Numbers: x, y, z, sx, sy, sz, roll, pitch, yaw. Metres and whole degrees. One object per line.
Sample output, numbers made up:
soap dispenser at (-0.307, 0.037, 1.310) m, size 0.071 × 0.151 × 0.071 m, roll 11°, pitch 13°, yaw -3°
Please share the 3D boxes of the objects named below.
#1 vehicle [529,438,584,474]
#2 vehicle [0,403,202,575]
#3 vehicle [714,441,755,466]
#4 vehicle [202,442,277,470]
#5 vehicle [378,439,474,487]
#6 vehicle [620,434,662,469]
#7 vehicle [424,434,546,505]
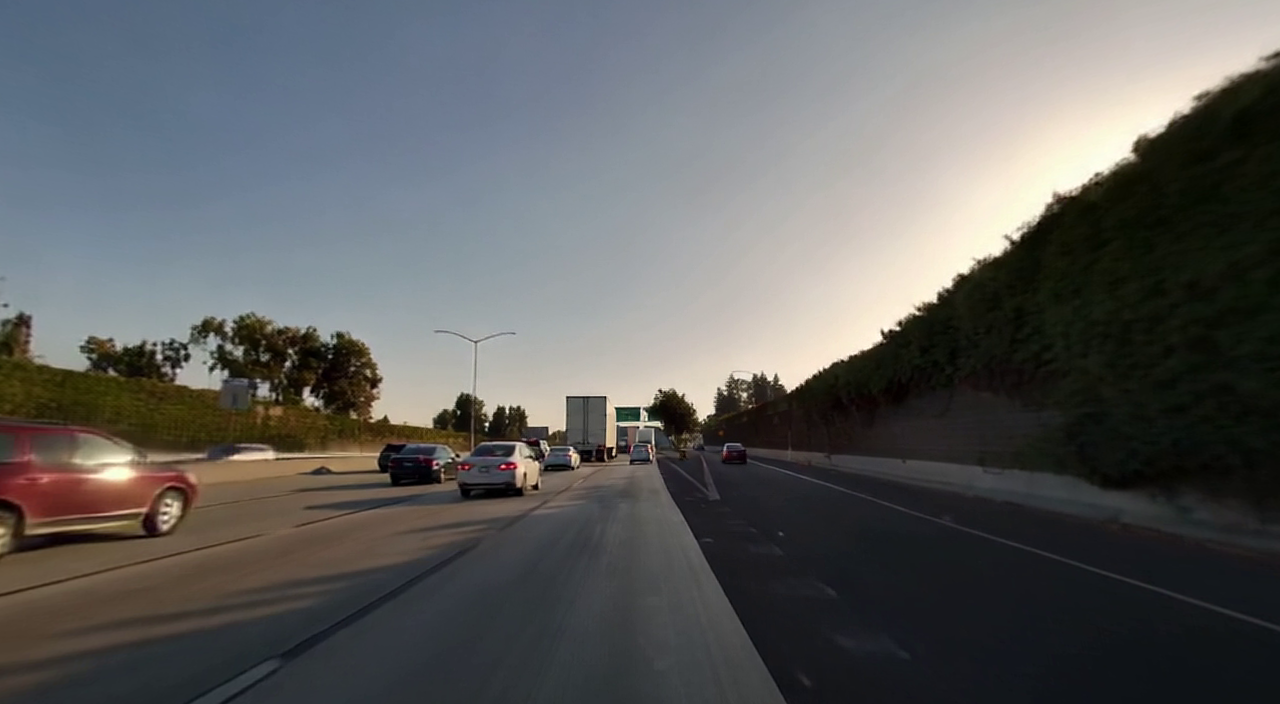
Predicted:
vehicle at (-4.045, 5.123, 31.232) m, size 2.124 × 1.627 × 3.863 m, roll 0°, pitch -8°, yaw 1°
vehicle at (-7.733, 1.556, 7.398) m, size 2.011 × 1.789 × 4.352 m, roll 0°, pitch -8°, yaw 0°
vehicle at (5.939, 6.427, 40.047) m, size 2.176 × 1.493 × 3.955 m, roll -1°, pitch -8°, yaw 4°
vehicle at (-24.723, 6.418, 39.137) m, size 2.122 × 1.602 × 3.796 m, roll 0°, pitch -8°, yaw 0°
vehicle at (-7.592, 3.966, 22.823) m, size 1.967 × 1.555 × 4.161 m, roll 0°, pitch -8°, yaw 1°
vehicle at (0.078, 5.744, 36.513) m, size 2.325 × 1.864 × 4.128 m, roll 0°, pitch -8°, yaw 1°
vehicle at (-3.811, 2.964, 16.422) m, size 1.866 × 1.568 × 4.603 m, roll 0°, pitch -8°, yaw 2°
